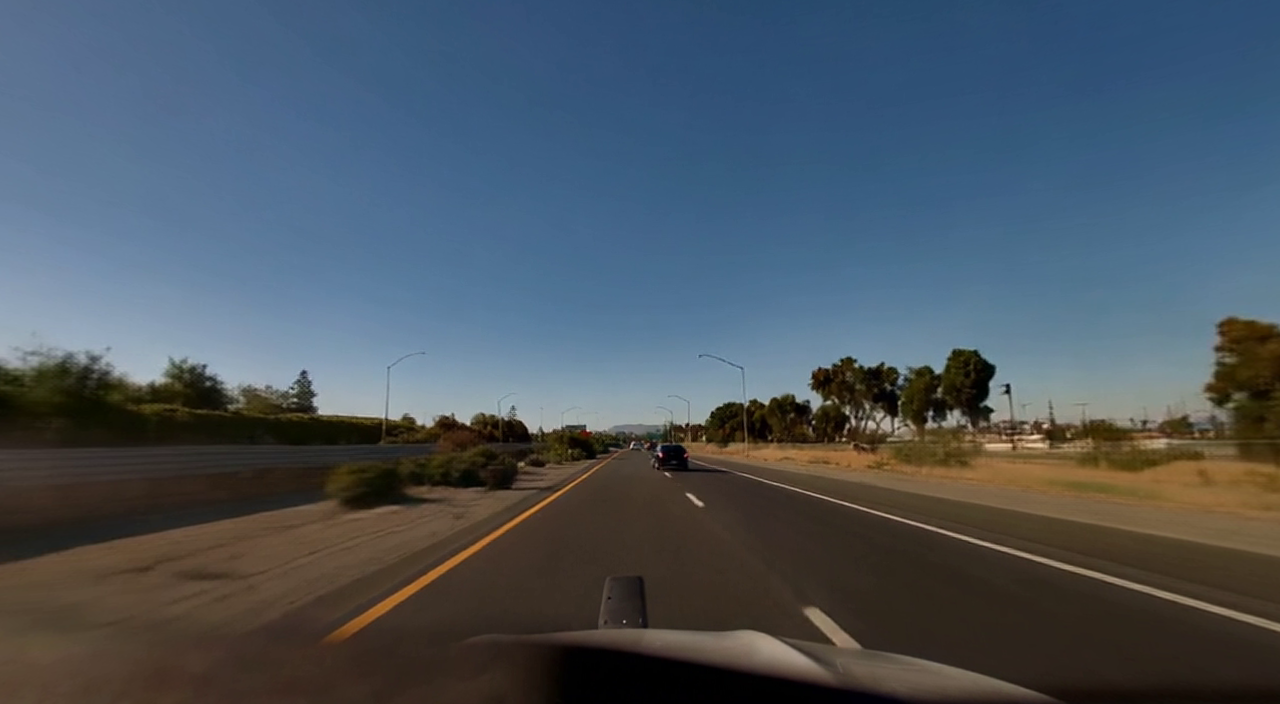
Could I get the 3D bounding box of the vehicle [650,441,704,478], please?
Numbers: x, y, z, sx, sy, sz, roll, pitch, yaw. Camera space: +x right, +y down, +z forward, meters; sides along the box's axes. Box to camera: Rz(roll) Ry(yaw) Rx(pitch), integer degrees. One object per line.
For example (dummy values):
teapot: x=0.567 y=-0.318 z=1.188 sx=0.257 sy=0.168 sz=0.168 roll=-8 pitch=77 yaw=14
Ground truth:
vehicle: x=1.552 y=4.709 z=27.860 sx=1.991 sy=1.475 sz=4.302 roll=0 pitch=-8 yaw=-2
